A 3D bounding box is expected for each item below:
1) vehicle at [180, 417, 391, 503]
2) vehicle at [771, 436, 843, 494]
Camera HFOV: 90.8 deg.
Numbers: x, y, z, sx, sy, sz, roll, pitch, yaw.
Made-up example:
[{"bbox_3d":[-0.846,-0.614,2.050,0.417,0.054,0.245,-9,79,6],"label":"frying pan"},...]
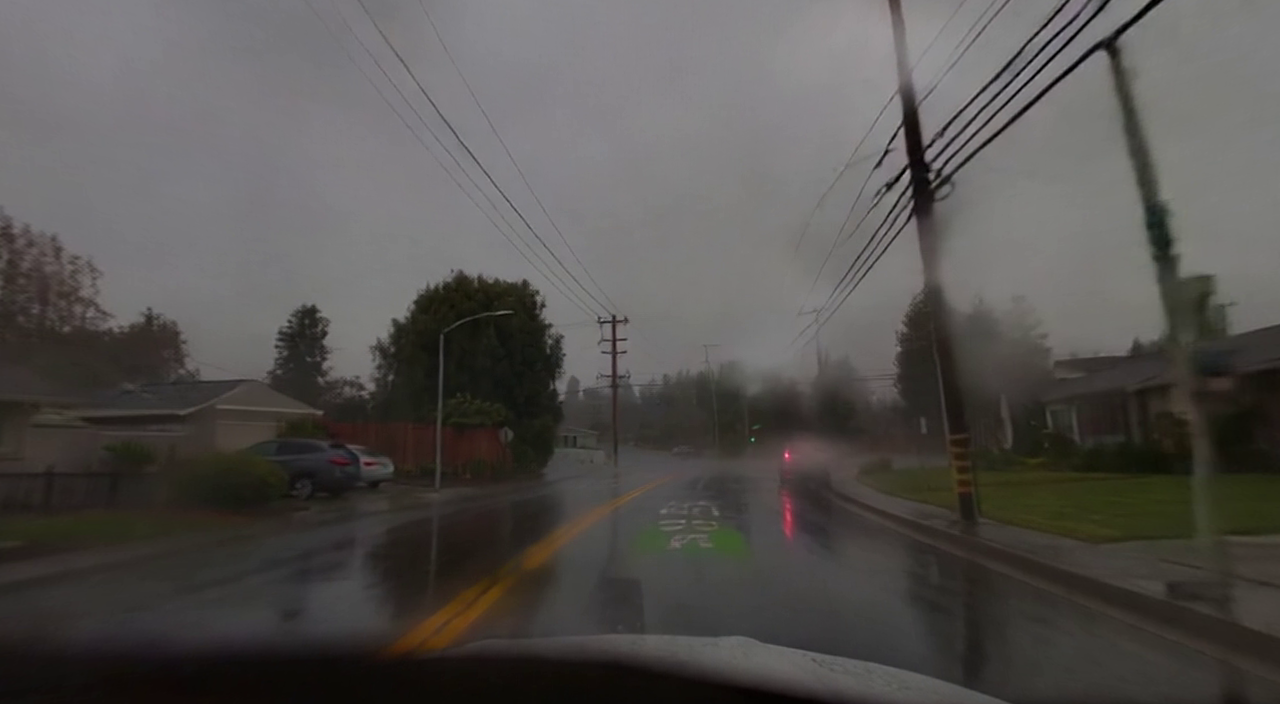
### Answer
[{"bbox_3d":[-10.747,3.267,19.364,5.228,2.041,2.023,4,-8,7],"label":"vehicle"},{"bbox_3d":[5.855,3.989,22.697,2.070,1.847,4.457,-1,-9,10],"label":"vehicle"}]
